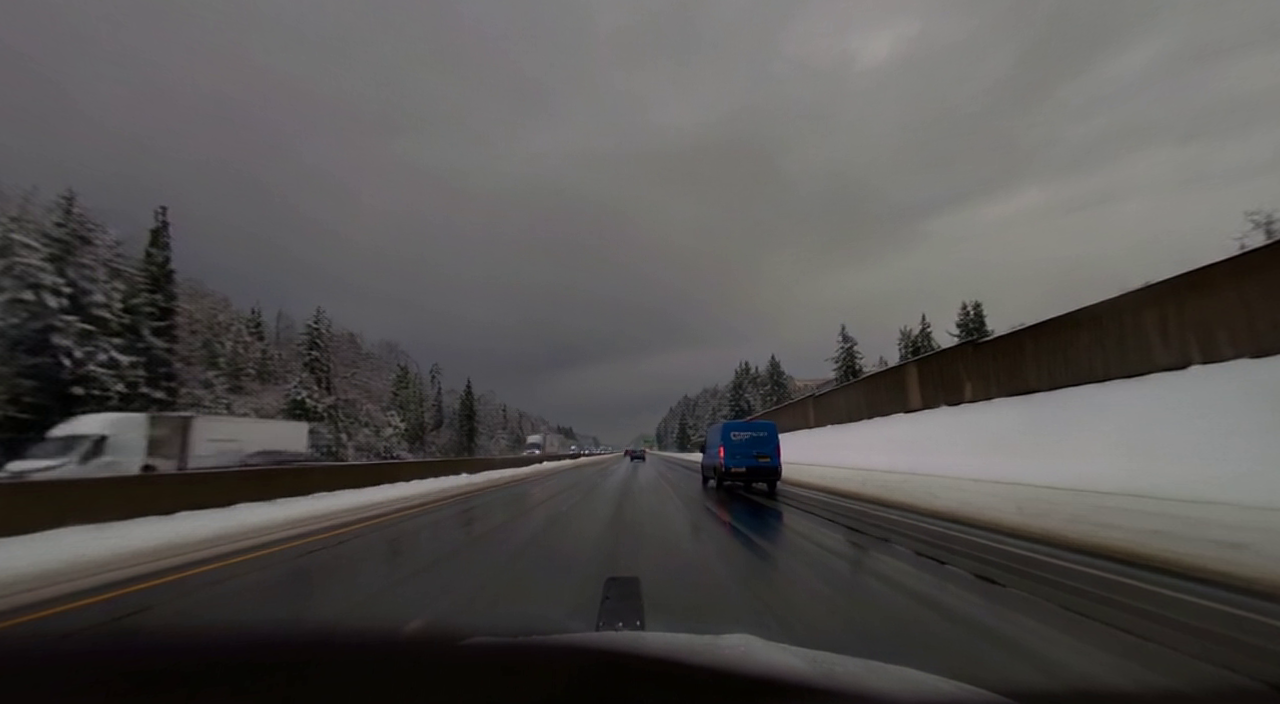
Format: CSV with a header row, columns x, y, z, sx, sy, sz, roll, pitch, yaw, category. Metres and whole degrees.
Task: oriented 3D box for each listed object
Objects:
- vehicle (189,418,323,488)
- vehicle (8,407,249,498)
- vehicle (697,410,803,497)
x,y,z,sx,sy,sz,roll,pitch,yaw,category
-24.155,6.441,40.461,3.116,3.980,8.474,0,-9,0,vehicle
-24.100,4.929,30.997,2.946,3.683,10.509,0,-9,0,vehicle
3.533,3.471,21.697,2.373,2.561,5.922,0,-9,-2,vehicle
